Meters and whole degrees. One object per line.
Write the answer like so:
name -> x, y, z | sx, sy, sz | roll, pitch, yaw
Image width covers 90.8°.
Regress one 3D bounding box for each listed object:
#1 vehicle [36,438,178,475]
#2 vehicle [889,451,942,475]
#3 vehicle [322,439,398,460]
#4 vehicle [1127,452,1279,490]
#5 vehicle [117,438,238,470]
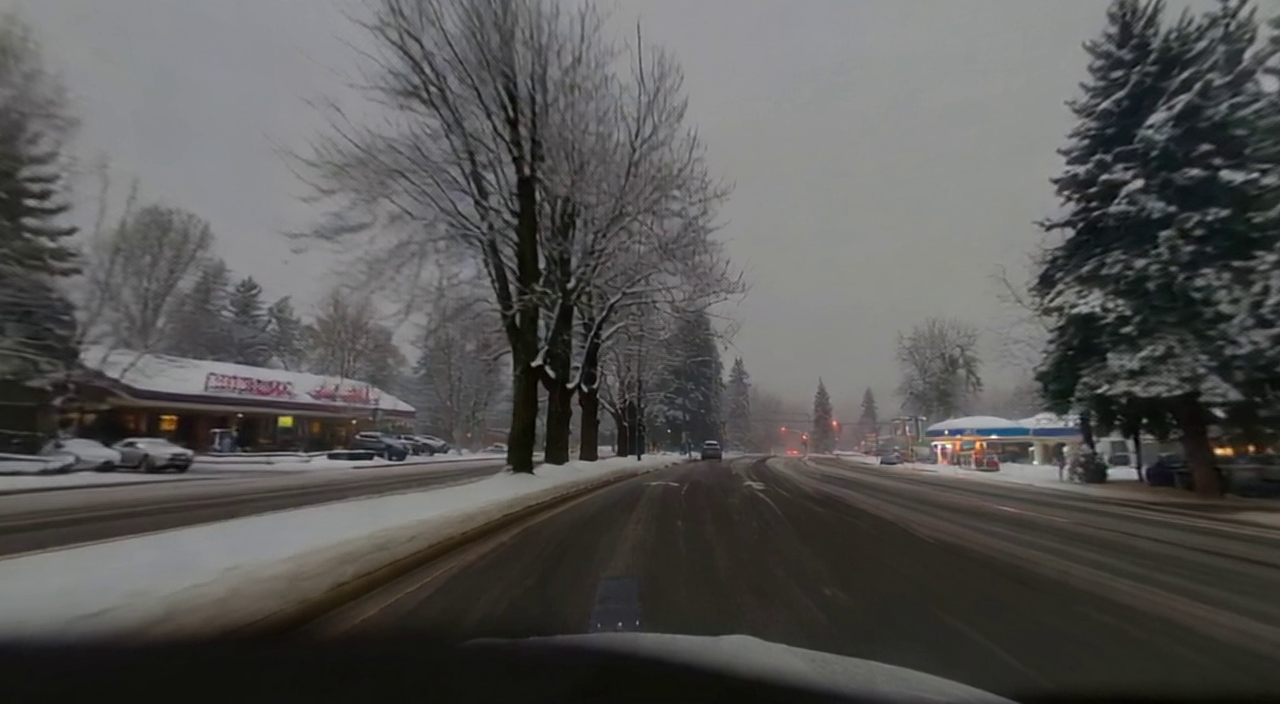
vehicle -> -21.866, 4.267, 25.980 | 4.520, 1.439, 1.919 | -1, -9, 11
vehicle -> 18.149, 7.312, 41.807 | 2.099, 1.464, 4.615 | -1, -9, 9
vehicle -> -19.188, 6.704, 43.356 | 4.343, 1.379, 1.851 | -1, -9, 8
vehicle -> 24.300, 5.099, 27.530 | 1.843, 1.455, 4.558 | 2, -9, -14
vehicle -> -21.531, 4.749, 29.506 | 4.425, 1.438, 1.879 | -1, -9, 9
